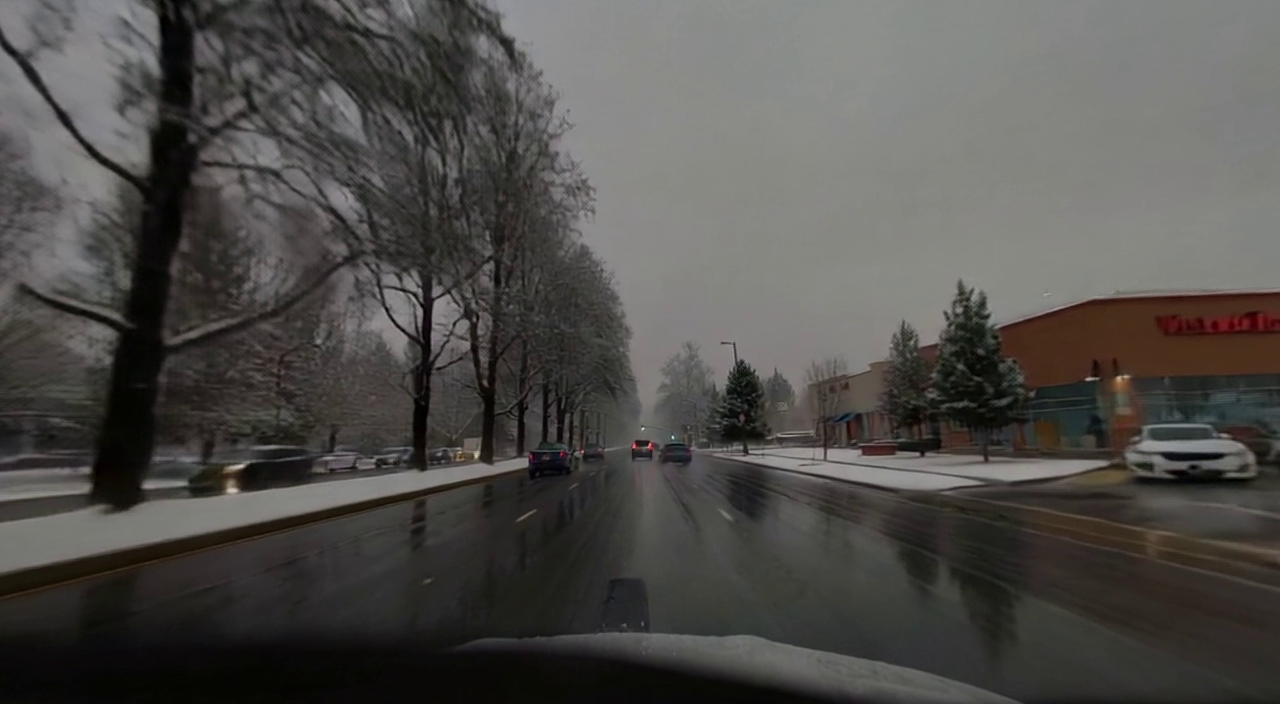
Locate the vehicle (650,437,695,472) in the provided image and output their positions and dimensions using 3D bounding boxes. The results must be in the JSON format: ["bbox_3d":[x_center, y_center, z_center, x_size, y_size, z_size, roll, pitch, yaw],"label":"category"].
[{"bbox_3d":[1.520,4.986,30.801,1.922,1.579,3.642,0,-8,-2],"label":"vehicle"}]

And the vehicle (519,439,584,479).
[{"bbox_3d":[-3.544,4.361,25.977,1.908,1.481,4.536,0,-8,1],"label":"vehicle"}]

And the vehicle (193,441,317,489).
[{"bbox_3d":[-15.863,4.655,26.368,2.060,1.777,4.860,0,-8,1],"label":"vehicle"}]

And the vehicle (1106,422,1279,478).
[{"bbox_3d":[15.671,2.775,17.942,1.823,1.413,3.884,0,-8,0],"label":"vehicle"}]

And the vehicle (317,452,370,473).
[{"bbox_3d":[-22.624,8.427,48.287,1.905,1.483,4.479,0,-8,0],"label":"vehicle"}]
